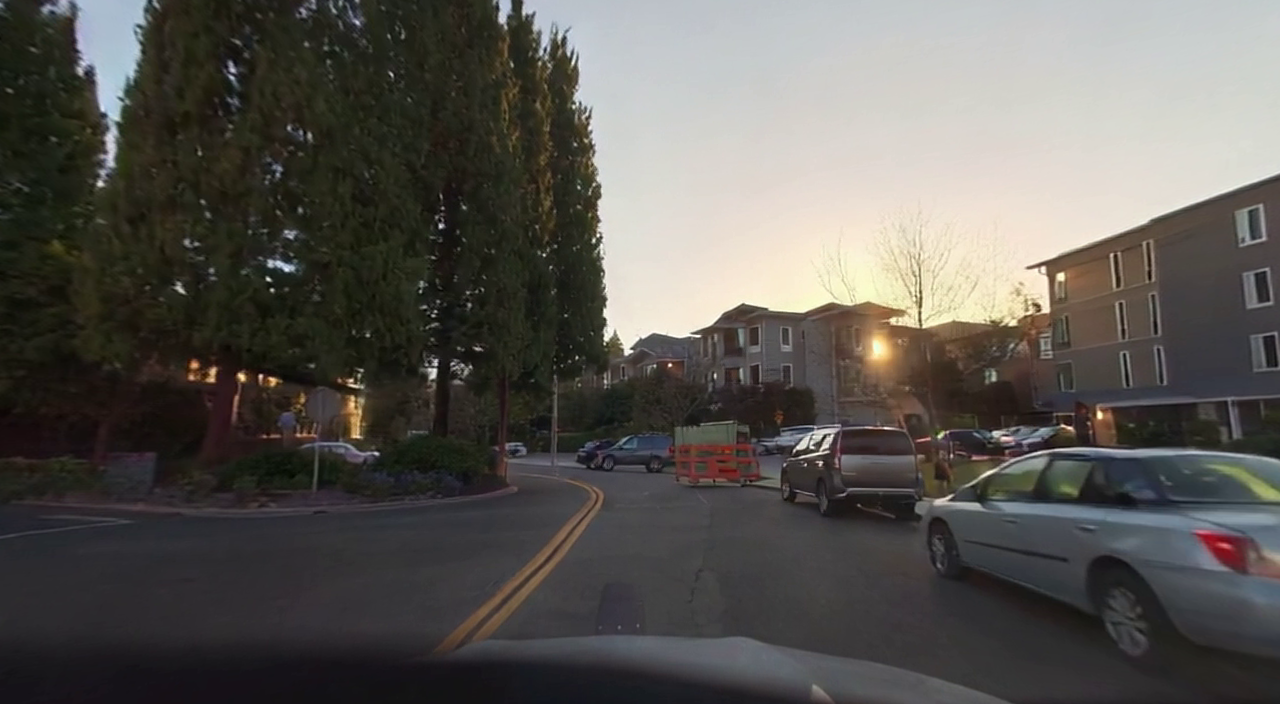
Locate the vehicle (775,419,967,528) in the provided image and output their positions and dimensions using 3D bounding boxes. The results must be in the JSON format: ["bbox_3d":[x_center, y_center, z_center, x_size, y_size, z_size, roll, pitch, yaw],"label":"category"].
[{"bbox_3d":[4.341,2.356,12.826,1.922,1.785,4.513,1,-9,-4],"label":"vehicle"}]

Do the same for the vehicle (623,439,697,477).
[{"bbox_3d":[0.894,5.208,31.245,1.967,1.698,4.649,3,-9,-21],"label":"vehicle"}]

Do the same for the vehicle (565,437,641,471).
[{"bbox_3d":[-2.374,6.217,38.767,2.511,1.904,6.143,4,-10,-25],"label":"vehicle"}]

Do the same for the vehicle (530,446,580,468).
[{"bbox_3d":[-6.202,7.547,45.669,1.789,1.504,4.435,6,-10,-33],"label":"vehicle"}]

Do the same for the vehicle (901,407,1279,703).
[{"bbox_3d":[3.913,1.292,4.692,2.046,1.502,4.767,0,-9,2],"label":"vehicle"}]

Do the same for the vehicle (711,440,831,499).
[{"bbox_3d":[3.676,3.400,18.724,1.844,1.501,4.635,2,-9,-10],"label":"vehicle"}]
